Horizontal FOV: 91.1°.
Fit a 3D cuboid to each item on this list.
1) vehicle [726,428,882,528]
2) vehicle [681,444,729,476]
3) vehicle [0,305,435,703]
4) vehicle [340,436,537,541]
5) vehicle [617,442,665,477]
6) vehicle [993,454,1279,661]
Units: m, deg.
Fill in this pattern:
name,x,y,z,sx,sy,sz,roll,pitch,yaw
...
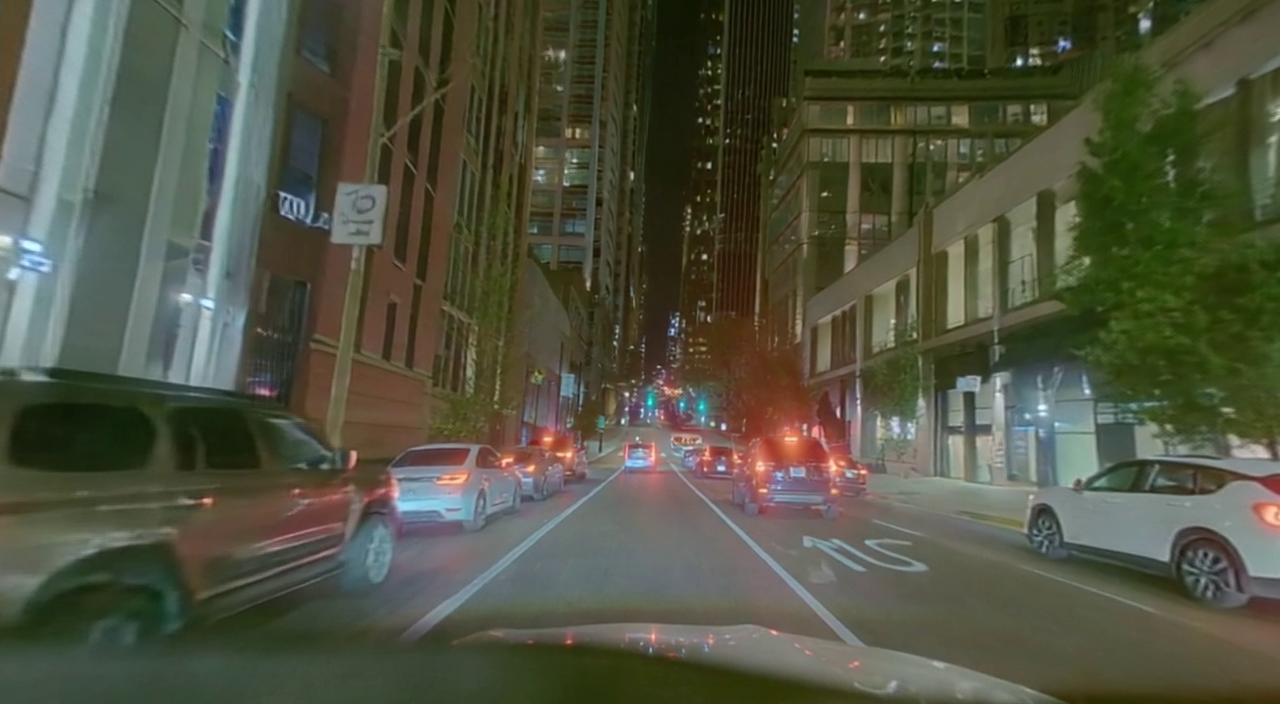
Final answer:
name,x,y,z,sx,sy,sz,roll,pitch,yaw
vehicle,3.134,2.506,13.143,2.002,1.707,4.547,0,-8,0
vehicle,3.230,5.456,32.071,1.966,1.475,4.528,0,-8,0
vehicle,-3.404,1.051,4.318,2.142,1.832,5.373,0,-8,0
vehicle,-3.235,2.272,11.172,1.863,1.466,4.416,0,-8,3
vehicle,0.050,4.759,28.089,2.007,1.460,3.923,0,-8,0
vehicle,6.233,2.036,7.289,1.913,1.624,4.116,0,-8,2
